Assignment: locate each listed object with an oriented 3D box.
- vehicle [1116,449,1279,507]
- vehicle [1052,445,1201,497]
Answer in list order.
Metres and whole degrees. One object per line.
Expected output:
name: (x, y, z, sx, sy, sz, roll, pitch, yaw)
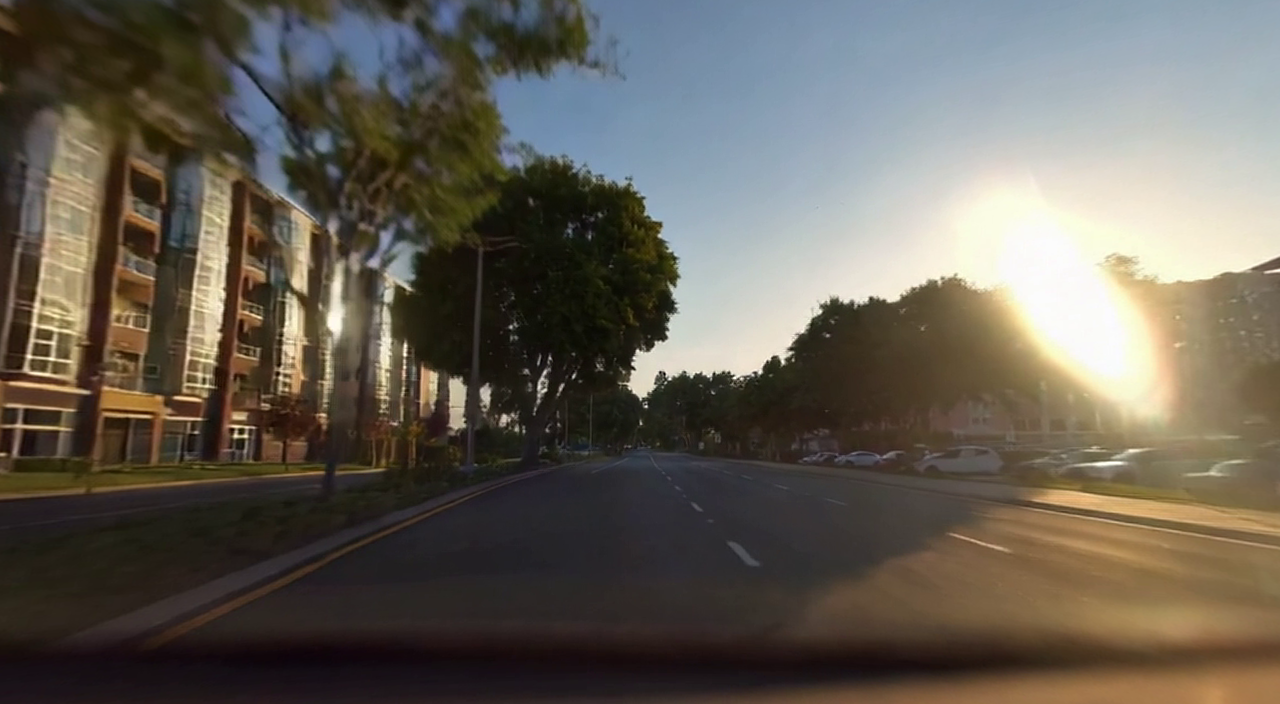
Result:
vehicle: (16.682, 3.696, 18.880, 4.239, 1.470, 2.231, 4, -11, -29)
vehicle: (16.847, 4.047, 21.891, 4.392, 1.612, 2.223, 4, -9, -25)
